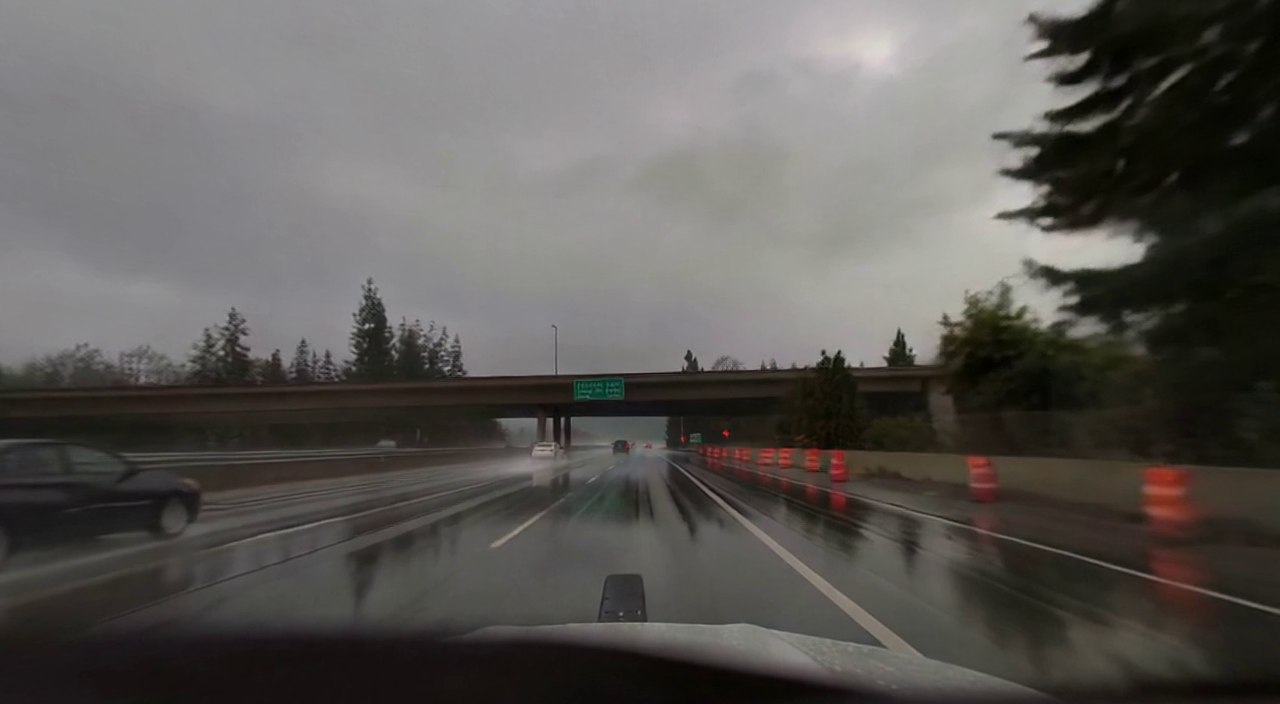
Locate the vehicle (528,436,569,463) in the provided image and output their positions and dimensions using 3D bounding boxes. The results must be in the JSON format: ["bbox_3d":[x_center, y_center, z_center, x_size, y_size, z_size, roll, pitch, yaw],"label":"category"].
[{"bbox_3d":[-6.430,6.924,44.706,2.103,1.775,4.966,0,-8,1],"label":"vehicle"}]

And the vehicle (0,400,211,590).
[{"bbox_3d":[-6.889,1.310,5.821,2.169,1.701,5.113,0,-8,1],"label":"vehicle"}]
